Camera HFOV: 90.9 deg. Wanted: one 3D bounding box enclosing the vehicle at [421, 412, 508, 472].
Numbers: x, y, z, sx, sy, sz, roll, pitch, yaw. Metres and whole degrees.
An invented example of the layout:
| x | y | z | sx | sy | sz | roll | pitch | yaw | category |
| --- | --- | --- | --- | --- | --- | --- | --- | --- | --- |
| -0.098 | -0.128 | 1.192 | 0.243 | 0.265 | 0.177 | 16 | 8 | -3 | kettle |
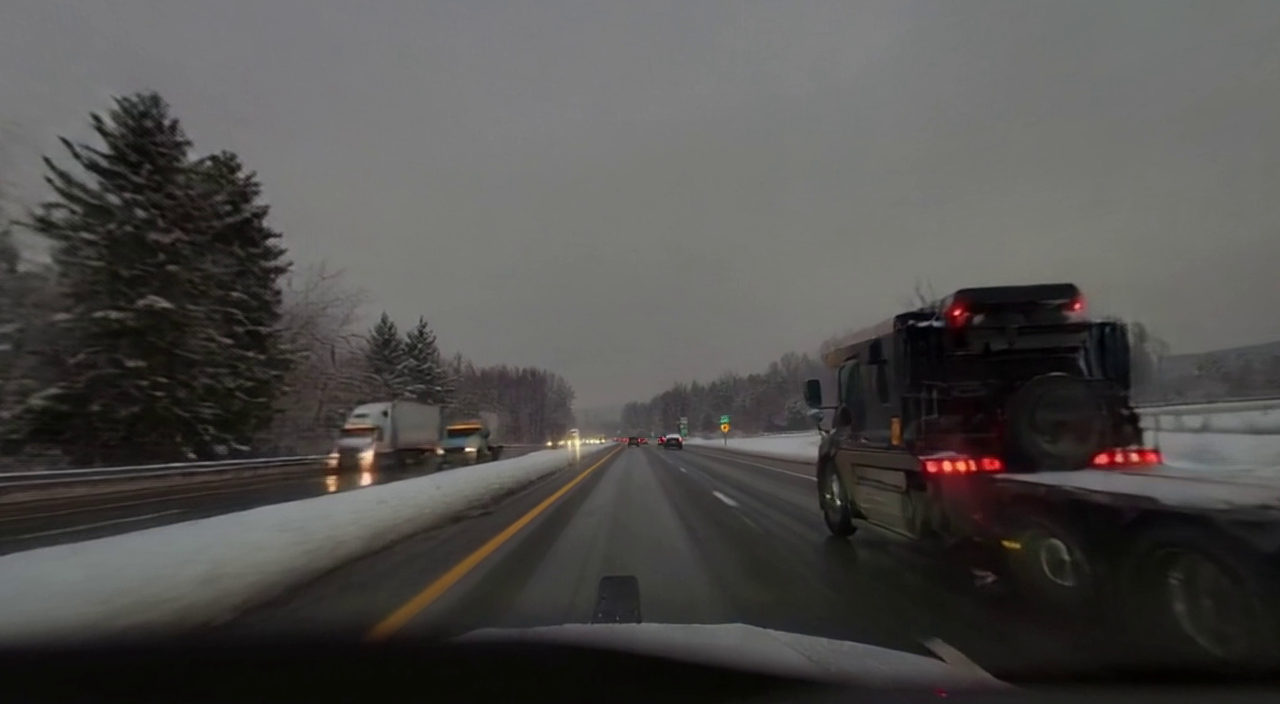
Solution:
| x | y | z | sx | sy | sz | roll | pitch | yaw | category |
| --- | --- | --- | --- | --- | --- | --- | --- | --- | --- |
| -8.179 | 4.283 | 30.193 | 2.229 | 2.505 | 6.530 | 0 | -8 | 0 | vehicle |

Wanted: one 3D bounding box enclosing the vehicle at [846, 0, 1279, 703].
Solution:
| x | y | z | sx | sy | sz | roll | pitch | yaw | category |
| --- | --- | --- | --- | --- | --- | --- | --- | --- | --- |
| 4.010 | -0.638 | 0.127 | 3.038 | 3.975 | 13.887 | 0 | -8 | -1 | vehicle |

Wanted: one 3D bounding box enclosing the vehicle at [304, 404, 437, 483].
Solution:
| x | y | z | sx | sy | sz | roll | pitch | yaw | category |
| --- | --- | --- | --- | --- | --- | --- | --- | --- | --- |
| -12.430 | 4.300 | 30.125 | 2.853 | 3.219 | 8.270 | 0 | -7 | -2 | vehicle |
